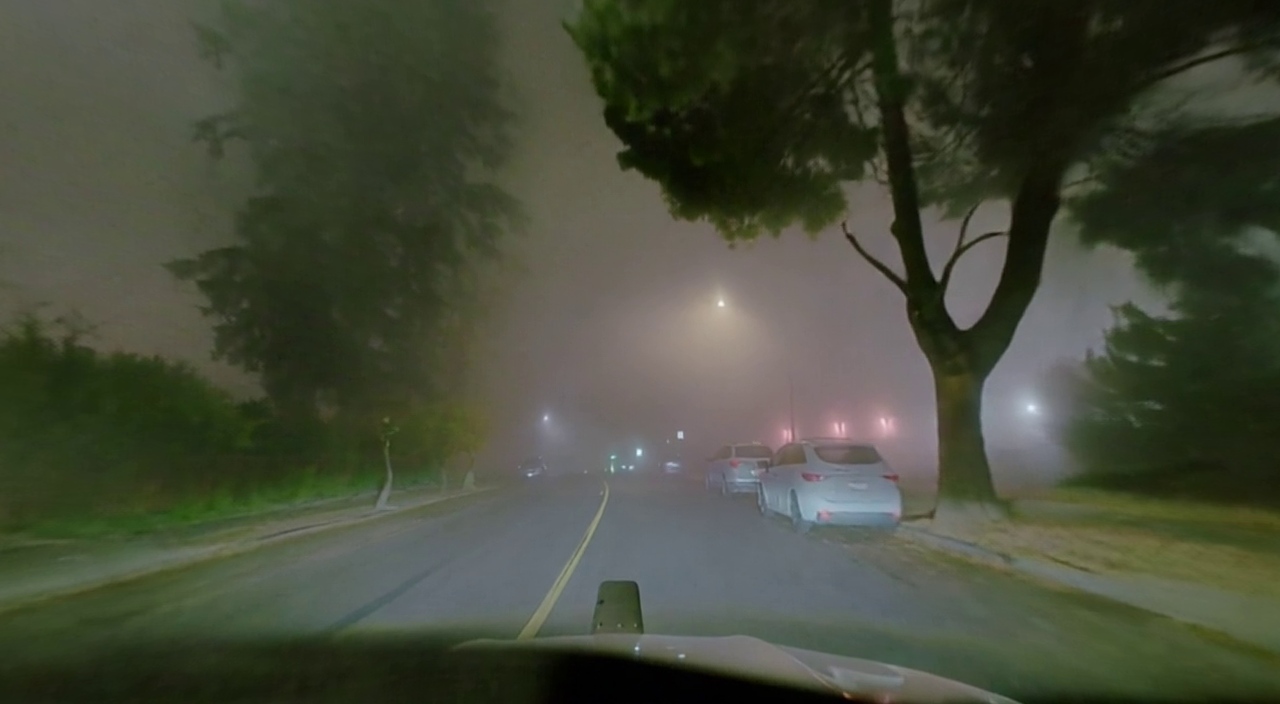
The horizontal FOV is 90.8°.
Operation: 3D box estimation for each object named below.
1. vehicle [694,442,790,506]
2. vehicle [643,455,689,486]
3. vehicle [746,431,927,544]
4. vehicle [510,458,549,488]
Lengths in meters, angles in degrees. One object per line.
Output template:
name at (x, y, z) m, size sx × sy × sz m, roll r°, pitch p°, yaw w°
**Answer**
vehicle at (3.103, 3.822, 20.345) m, size 1.990 × 1.753 × 4.783 m, roll 0°, pitch -9°, yaw -4°
vehicle at (1.584, 7.481, 40.105) m, size 2.163 × 1.742 × 4.239 m, roll 1°, pitch -9°, yaw -8°
vehicle at (3.441, 2.454, 12.158) m, size 1.970 × 1.709 × 4.568 m, roll -1°, pitch -8°, yaw 0°
vehicle at (-7.089, 7.809, 41.008) m, size 2.051 × 1.575 × 4.581 m, roll -2°, pitch -7°, yaw -5°
